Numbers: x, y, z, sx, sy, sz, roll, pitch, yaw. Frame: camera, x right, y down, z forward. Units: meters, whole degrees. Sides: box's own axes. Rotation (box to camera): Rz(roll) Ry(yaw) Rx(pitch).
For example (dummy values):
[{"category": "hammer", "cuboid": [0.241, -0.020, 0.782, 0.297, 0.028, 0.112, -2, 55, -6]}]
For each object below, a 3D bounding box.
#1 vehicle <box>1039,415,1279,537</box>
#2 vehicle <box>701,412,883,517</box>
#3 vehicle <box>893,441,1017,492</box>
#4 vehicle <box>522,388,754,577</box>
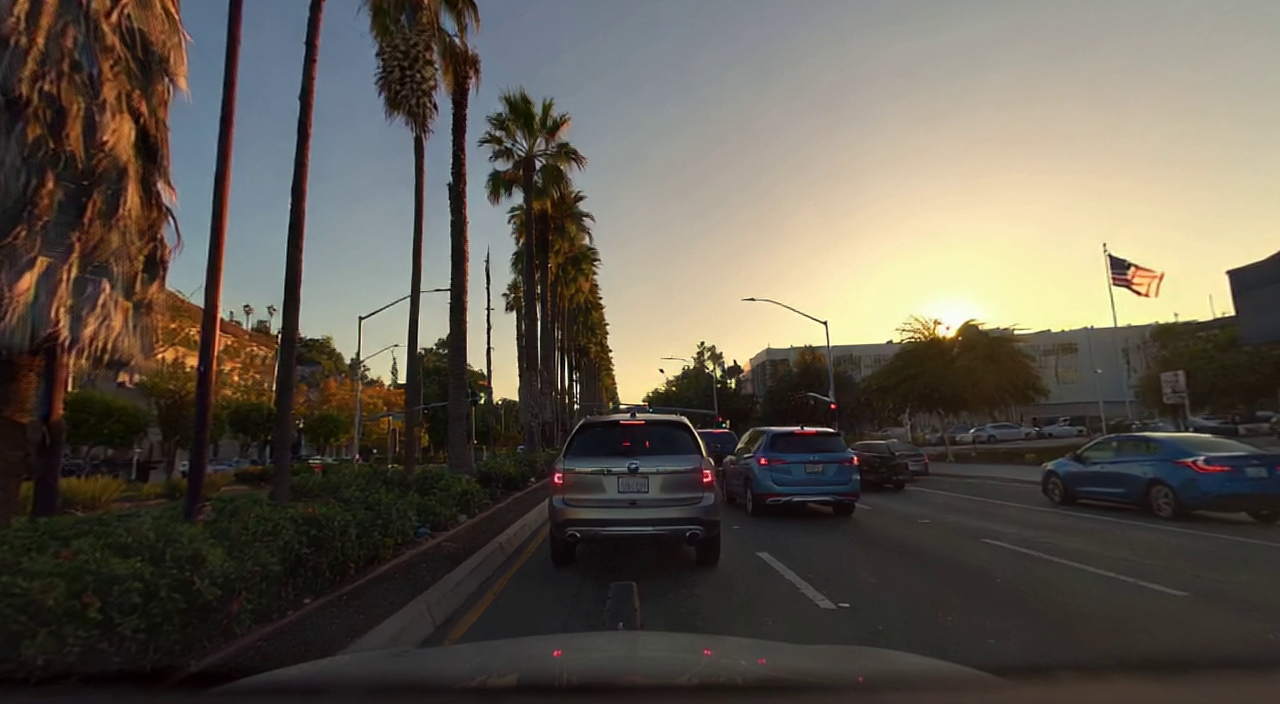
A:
[{"category": "vehicle", "cuboid": [9.907, 2.166, 11.623, 2.155, 1.779, 4.582, 0, -9, 1]}, {"category": "vehicle", "cuboid": [3.267, 2.659, 15.484, 2.773, 2.021, 6.212, 0, -9, -2]}, {"category": "vehicle", "cuboid": [10.157, 3.700, 20.790, 1.855, 1.495, 4.143, 0, -9, -1]}, {"category": "vehicle", "cuboid": [-0.129, 1.685, 8.910, 2.402, 1.938, 4.535, 0, -9, -3]}]
